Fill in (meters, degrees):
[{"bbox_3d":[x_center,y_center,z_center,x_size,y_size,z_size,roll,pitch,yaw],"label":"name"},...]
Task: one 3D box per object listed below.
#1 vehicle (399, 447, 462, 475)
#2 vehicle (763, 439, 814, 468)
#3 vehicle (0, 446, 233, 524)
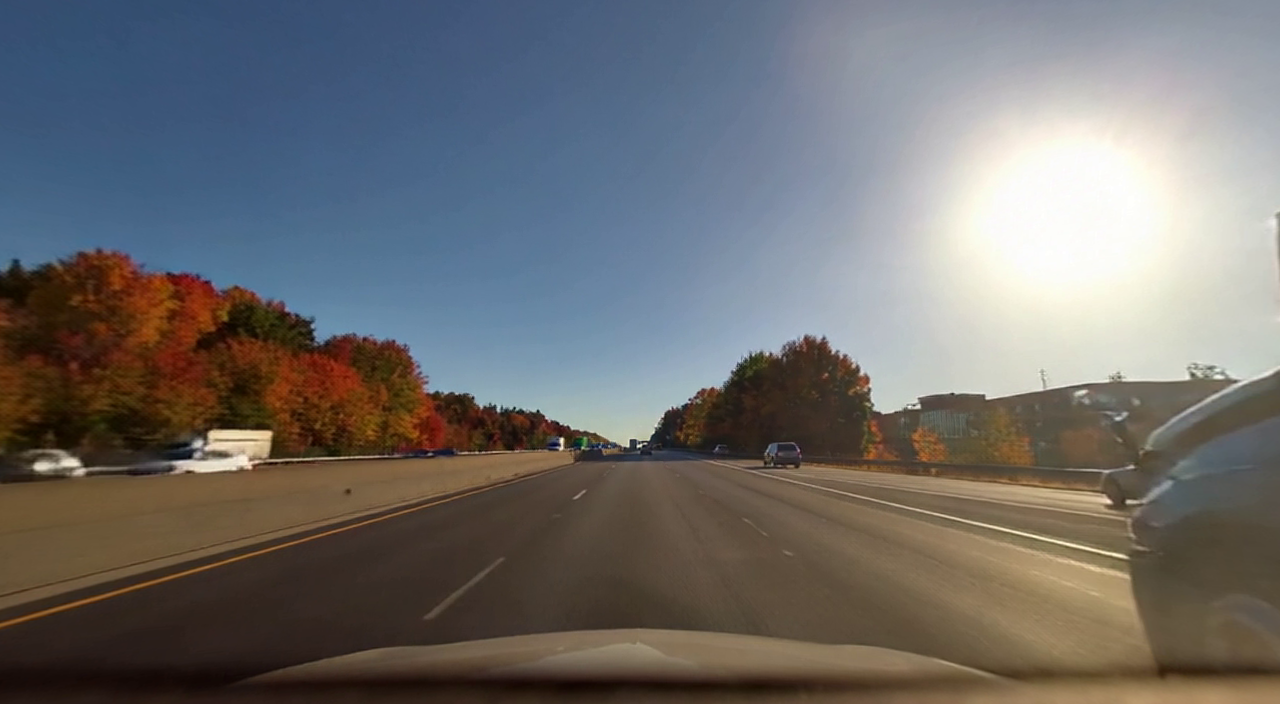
[{"bbox_3d":[-11.850,6.181,35.755,2.037,1.490,4.375,0,-9,1],"label":"vehicle"},{"bbox_3d":[9.658,6.663,41.170,2.034,1.770,4.637,0,-9,-2],"label":"vehicle"},{"bbox_3d":[-11.790,2.934,14.426,1.874,1.489,4.402,0,-9,0],"label":"vehicle"}]
